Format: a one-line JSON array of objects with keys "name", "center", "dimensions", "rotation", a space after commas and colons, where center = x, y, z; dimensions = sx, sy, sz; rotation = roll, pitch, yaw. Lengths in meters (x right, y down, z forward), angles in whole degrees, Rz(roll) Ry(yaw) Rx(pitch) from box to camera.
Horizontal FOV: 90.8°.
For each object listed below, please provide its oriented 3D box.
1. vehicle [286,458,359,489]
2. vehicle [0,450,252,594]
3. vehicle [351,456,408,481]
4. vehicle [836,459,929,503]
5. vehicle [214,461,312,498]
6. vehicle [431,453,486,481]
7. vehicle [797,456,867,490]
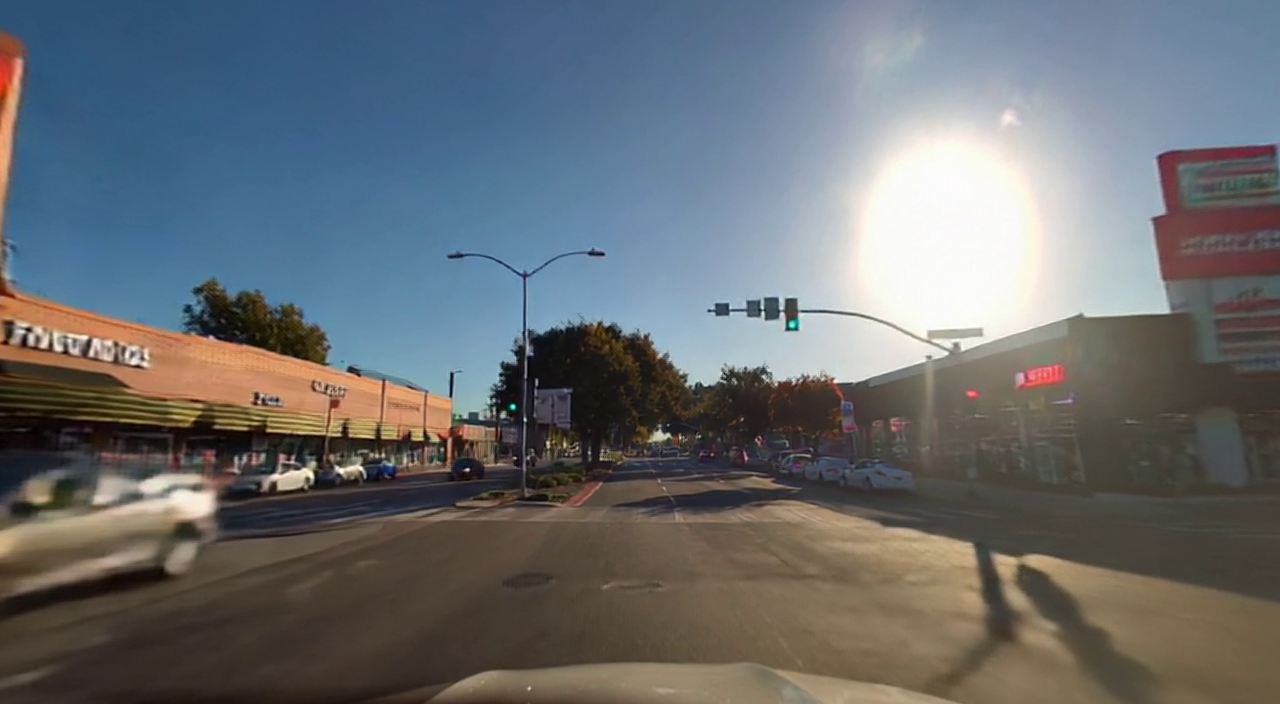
[{"name": "vehicle", "center": [-18.177, 6.935, 36.379], "dimensions": [1.756, 1.525, 4.355], "rotation": [0, -8, 3]}, {"name": "vehicle", "center": [-8.214, 2.235, 9.216], "dimensions": [2.225, 1.532, 4.486], "rotation": [0, -8, 0]}, {"name": "vehicle", "center": [-17.922, 7.989, 43.641], "dimensions": [1.951, 1.524, 4.409], "rotation": [0, -8, 1]}, {"name": "vehicle", "center": [9.683, 5.166, 25.694], "dimensions": [1.948, 1.483, 4.645], "rotation": [0, -8, 0]}, {"name": "vehicle", "center": [-18.105, 6.107, 30.653], "dimensions": [1.858, 1.493, 4.721], "rotation": [0, -8, -1]}, {"name": "vehicle", "center": [-10.999, 6.989, 38.617], "dimensions": [1.943, 1.501, 4.626], "rotation": [0, -8, 1]}, {"name": "vehicle", "center": [9.716, 6.149, 32.444], "dimensions": [1.913, 1.492, 4.787], "rotation": [0, -8, -2]}]
